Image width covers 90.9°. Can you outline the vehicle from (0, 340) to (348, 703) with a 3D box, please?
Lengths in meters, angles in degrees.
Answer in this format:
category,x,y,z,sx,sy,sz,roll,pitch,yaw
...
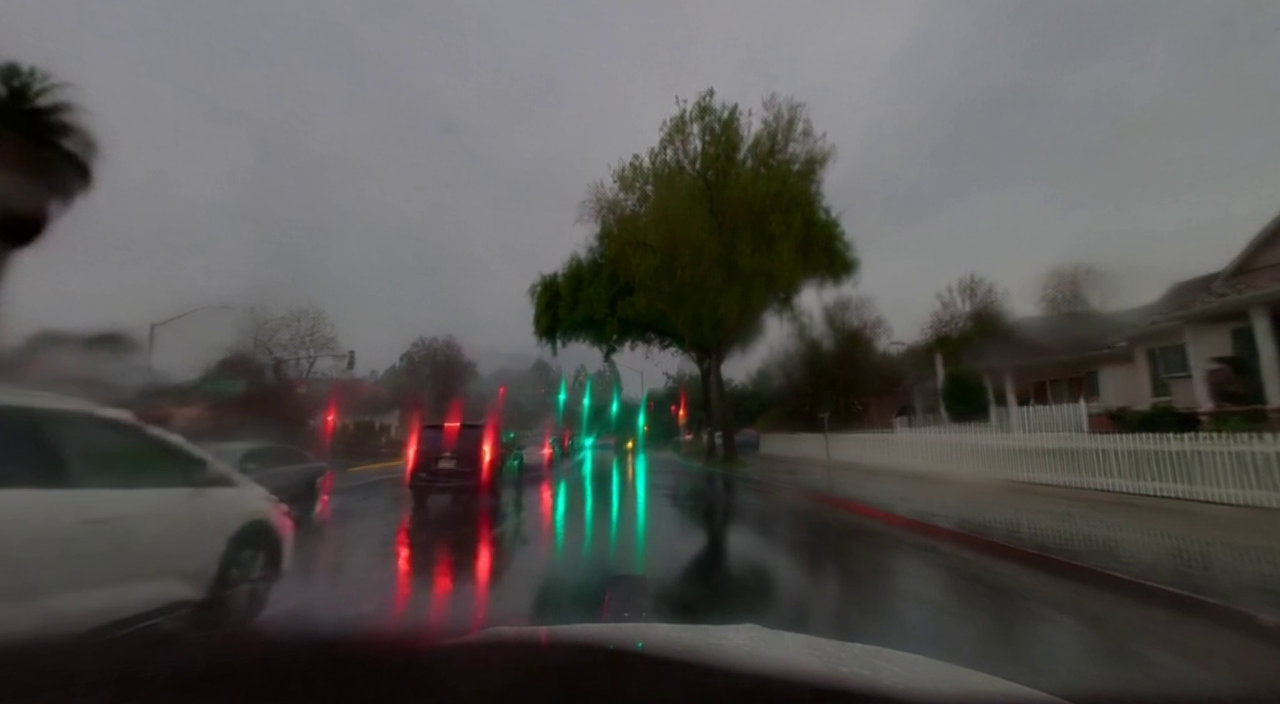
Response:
category,x,y,z,sx,sy,sz,roll,pitch,yaw
vehicle,-3.629,0.851,2.975,2.181,1.636,4.504,-1,-8,2

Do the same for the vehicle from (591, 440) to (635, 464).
category,x,y,z,sx,sy,sz,roll,pitch,yaw
vehicle,-1.561,5.475,34.830,2.131,1.222,3.868,0,-8,-7

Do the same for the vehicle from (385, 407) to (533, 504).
category,x,y,z,sx,sy,sz,roll,pitch,yaw
vehicle,-4.021,2.407,15.073,2.144,1.877,4.899,-1,-8,-1
